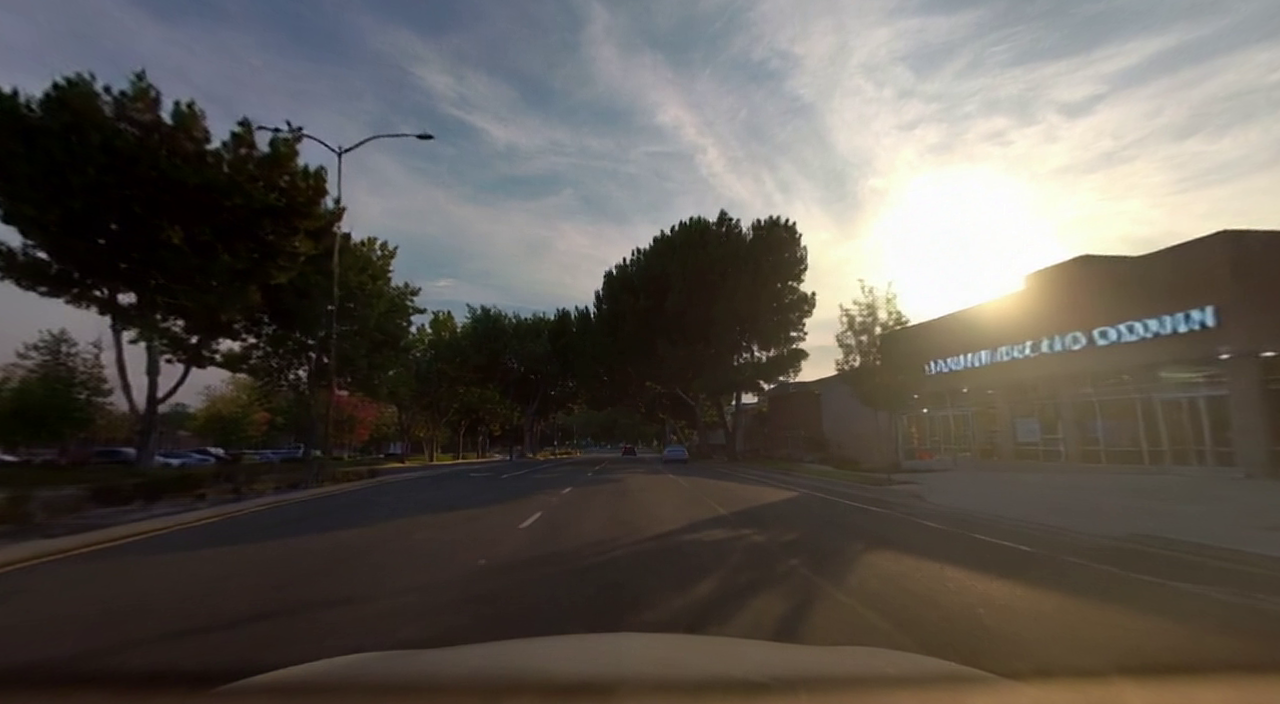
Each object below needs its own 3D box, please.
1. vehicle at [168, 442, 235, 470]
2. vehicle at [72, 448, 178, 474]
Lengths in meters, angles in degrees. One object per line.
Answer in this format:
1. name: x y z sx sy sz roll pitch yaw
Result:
1. vehicle: -33.389 7.905 47.948 3.825 1.489 1.778 -7 -7 -2
2. vehicle: -32.871 6.946 40.279 4.736 1.573 2.176 0 -8 -3
